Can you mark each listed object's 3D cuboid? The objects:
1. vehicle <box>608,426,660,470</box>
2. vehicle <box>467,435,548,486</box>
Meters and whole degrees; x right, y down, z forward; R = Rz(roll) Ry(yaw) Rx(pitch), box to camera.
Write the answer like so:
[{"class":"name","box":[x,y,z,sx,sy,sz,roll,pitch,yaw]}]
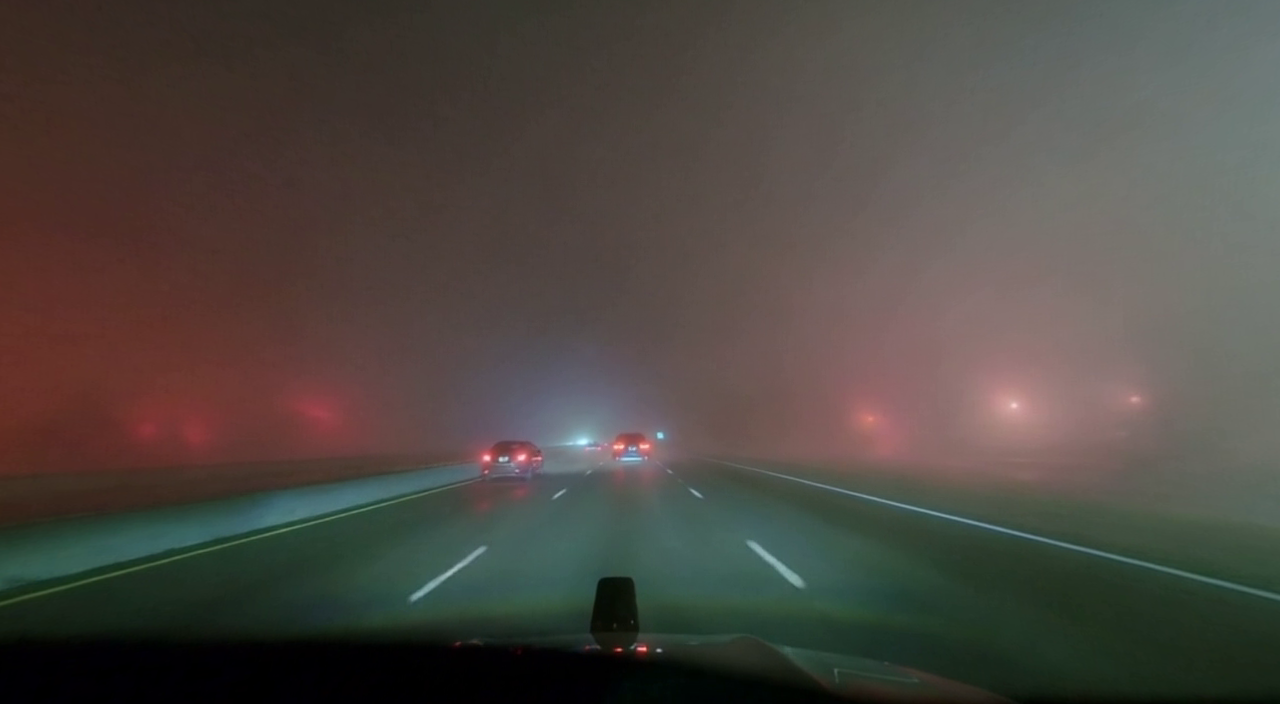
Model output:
[{"class":"vehicle","box":[-0.359,4.692,31.010,2.382,1.973,4.439,0,-8,-2]},{"class":"vehicle","box":[-4.340,3.612,21.267,1.945,1.550,3.780,0,-8,-1]}]
